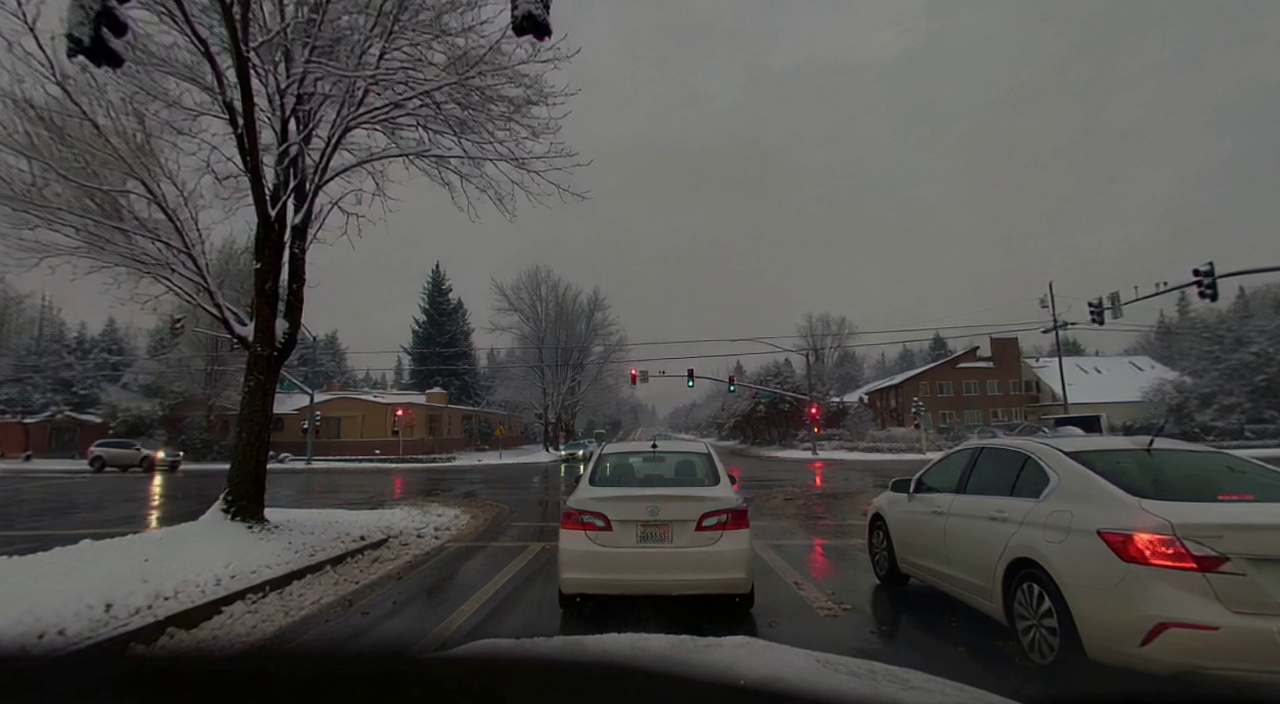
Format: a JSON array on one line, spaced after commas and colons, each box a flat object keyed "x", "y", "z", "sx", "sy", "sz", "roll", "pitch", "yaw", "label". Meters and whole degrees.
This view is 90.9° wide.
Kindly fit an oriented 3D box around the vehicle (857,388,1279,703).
[{"x": 3.170, "y": 1.123, "z": 3.893, "sx": 1.931, "sy": 1.493, "sz": 4.555, "roll": 0, "pitch": -8, "yaw": -1, "label": "vehicle"}]

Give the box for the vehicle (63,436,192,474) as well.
[{"x": -24.267, "y": 4.869, "z": 29.989, "sx": 4.450, "sy": 1.684, "sz": 1.894, "roll": 0, "pitch": -8, "yaw": 0, "label": "vehicle"}]

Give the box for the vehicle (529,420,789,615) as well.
[{"x": 0.104, "y": 1.565, "z": 6.880, "sx": 2.017, "sy": 1.485, "sz": 3.813, "roll": 0, "pitch": -8, "yaw": -1, "label": "vehicle"}]
